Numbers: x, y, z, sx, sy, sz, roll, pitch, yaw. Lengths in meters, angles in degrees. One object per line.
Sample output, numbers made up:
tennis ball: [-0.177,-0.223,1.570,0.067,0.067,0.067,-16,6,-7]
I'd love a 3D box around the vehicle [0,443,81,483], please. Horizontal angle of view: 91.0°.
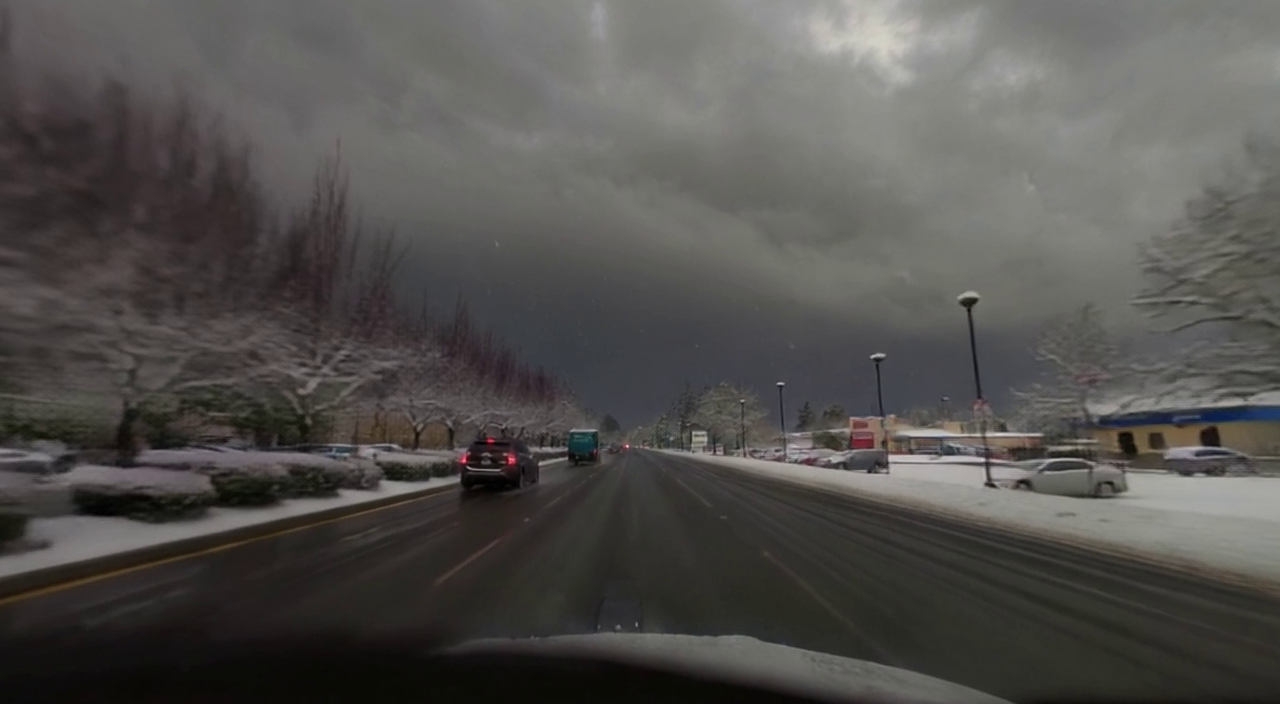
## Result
vehicle: [-28.609,5.017,28.732,1.946,1.711,4.518,0,-9,0]

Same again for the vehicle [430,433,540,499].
vehicle: [-4.309,3.241,18.316,2.109,1.672,4.256,0,-9,0]

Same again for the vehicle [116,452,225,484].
vehicle: [-22.999,5.667,31.100,1.885,1.428,4.638,0,-9,-1]

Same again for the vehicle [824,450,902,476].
vehicle: [16.752,8.335,47.480,5.041,1.803,2.182,-1,-9,1]

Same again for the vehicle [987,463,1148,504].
vehicle: [16.487,5.080,24.483,4.723,1.466,2.085,0,-9,-1]

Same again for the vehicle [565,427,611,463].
vehicle: [-3.828,7.087,47.835,2.917,2.524,6.990,0,-9,0]
